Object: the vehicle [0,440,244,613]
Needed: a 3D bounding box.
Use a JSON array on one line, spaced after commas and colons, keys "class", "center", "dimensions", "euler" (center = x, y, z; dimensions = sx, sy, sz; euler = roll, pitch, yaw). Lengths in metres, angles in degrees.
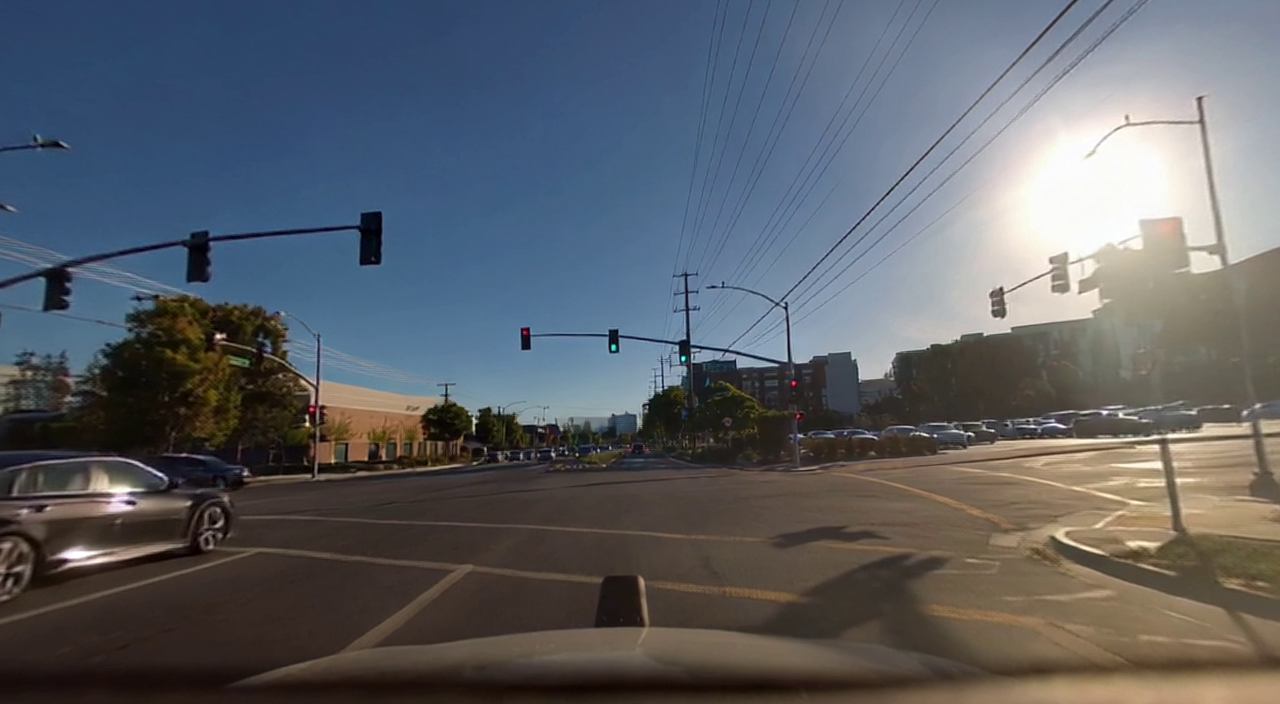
[{"class": "vehicle", "center": [-6.448, 1.697, 6.680], "dimensions": [1.928, 1.451, 4.219], "euler": [0, -9, -3]}]
